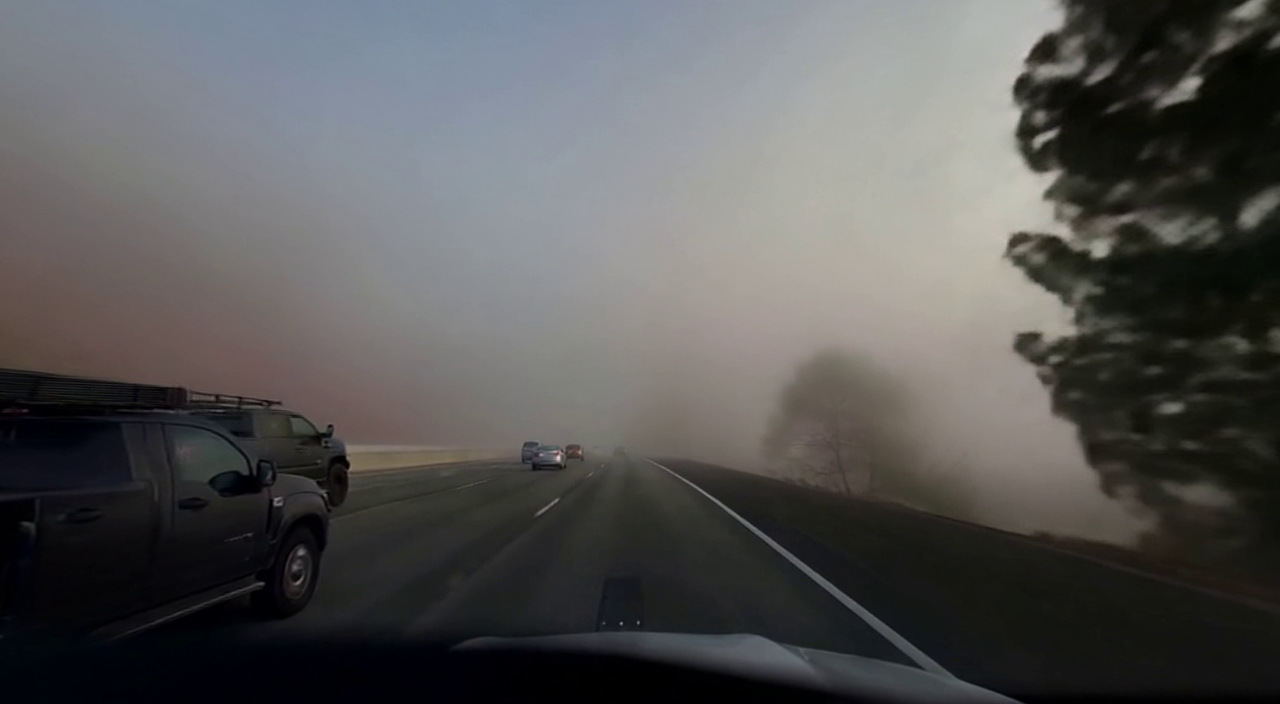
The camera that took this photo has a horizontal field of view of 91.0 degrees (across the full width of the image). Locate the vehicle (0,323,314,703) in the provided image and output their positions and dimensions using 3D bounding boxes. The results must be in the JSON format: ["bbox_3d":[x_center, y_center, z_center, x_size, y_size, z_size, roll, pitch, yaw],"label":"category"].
[{"bbox_3d":[-3.846,0.782,2.632,2.200,1.807,5.041,0,-8,1],"label":"vehicle"}]

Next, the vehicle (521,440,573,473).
[{"bbox_3d":[-4.586,5.209,31.691,2.012,1.509,4.359,0,-8,-1],"label":"vehicle"}]
